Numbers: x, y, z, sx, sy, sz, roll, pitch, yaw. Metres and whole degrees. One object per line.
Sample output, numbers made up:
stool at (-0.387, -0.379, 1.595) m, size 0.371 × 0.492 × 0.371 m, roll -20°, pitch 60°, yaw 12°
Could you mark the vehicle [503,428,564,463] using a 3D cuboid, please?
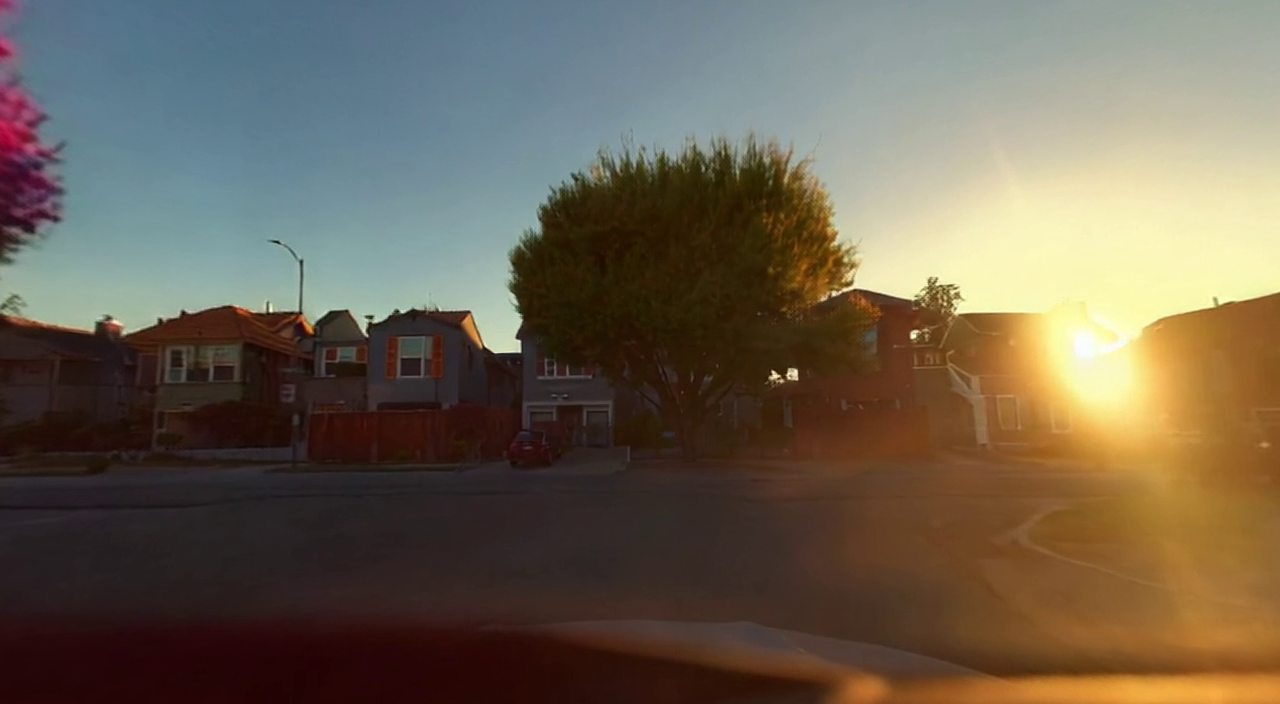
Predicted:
vehicle at (-4.792, 4.320, 29.032) m, size 1.968 × 1.491 × 4.486 m, roll 0°, pitch -9°, yaw 1°
